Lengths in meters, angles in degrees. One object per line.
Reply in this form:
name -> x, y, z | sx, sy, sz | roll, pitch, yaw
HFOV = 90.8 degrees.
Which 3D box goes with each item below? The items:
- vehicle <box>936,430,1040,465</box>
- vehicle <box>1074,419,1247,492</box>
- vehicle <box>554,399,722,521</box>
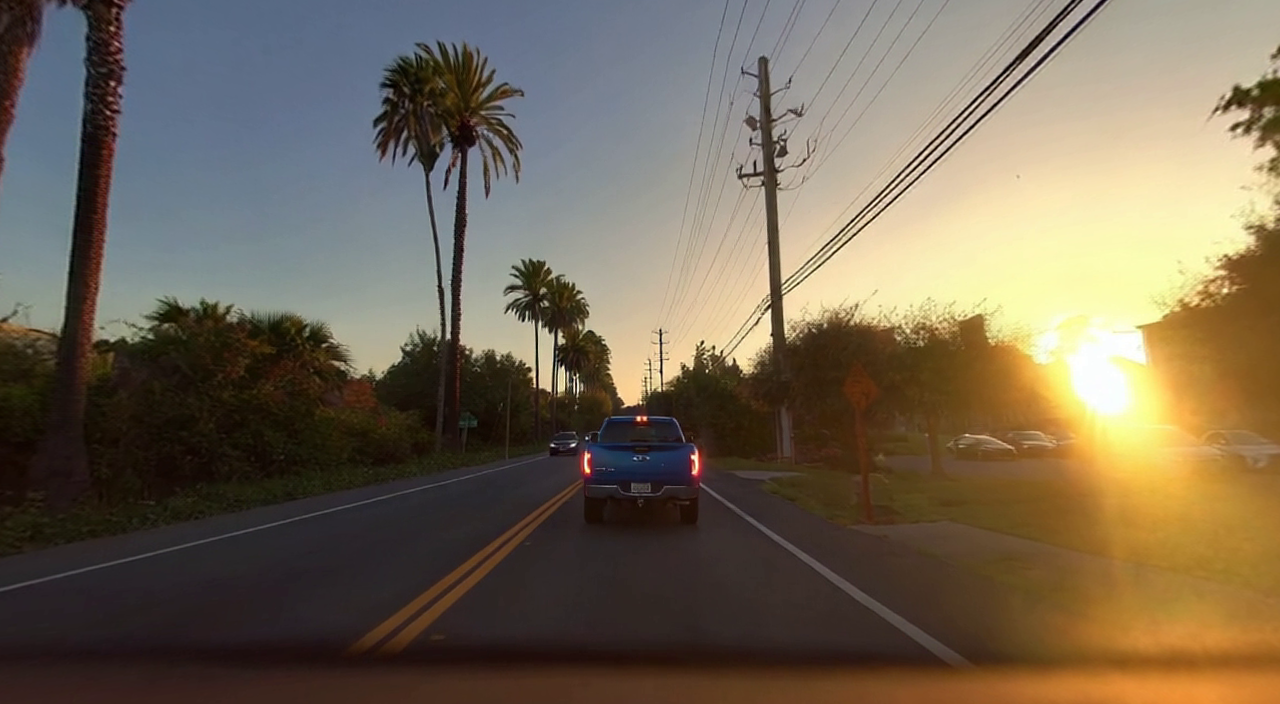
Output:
vehicle -> 20.370, 5.662, 37.480 | 2.277, 1.836, 6.267 | 0, -9, -4
vehicle -> 16.115, 3.245, 20.127 | 2.338, 1.917, 6.076 | -3, -9, 21
vehicle -> -0.021, 2.276, 13.754 | 2.848, 2.047, 5.885 | 0, -8, 0
